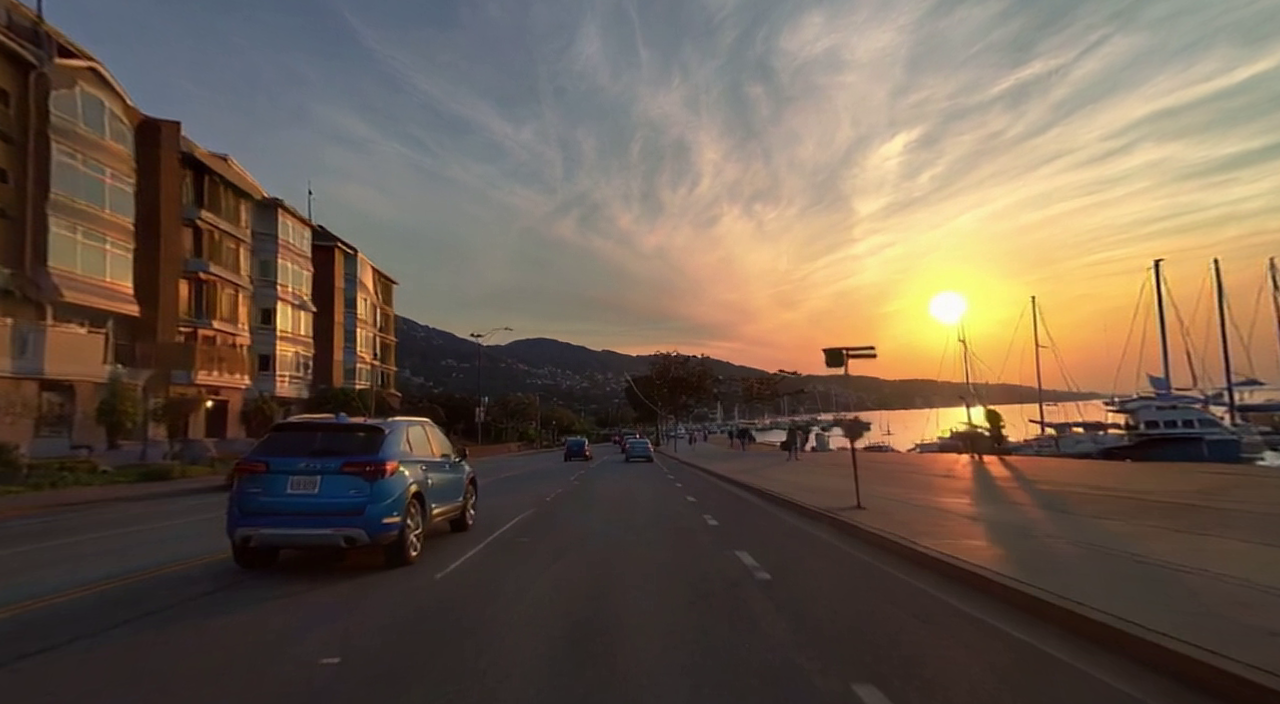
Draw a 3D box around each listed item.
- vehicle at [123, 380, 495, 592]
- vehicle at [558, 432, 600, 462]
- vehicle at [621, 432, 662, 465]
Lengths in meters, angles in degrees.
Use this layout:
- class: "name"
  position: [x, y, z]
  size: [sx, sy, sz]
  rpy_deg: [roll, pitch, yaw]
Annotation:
- class: "vehicle"
  position: [-3.420, 1.508, 7.899]
  size: [2.082, 1.817, 4.724]
  rpy_deg: [0, -8, 0]
- class: "vehicle"
  position: [-3.612, 5.741, 37.972]
  size: [2.056, 1.680, 4.205]
  rpy_deg: [0, -8, 1]
- class: "vehicle"
  position: [0.062, 5.171, 33.910]
  size: [2.057, 1.624, 3.726]
  rpy_deg: [0, -8, 0]
